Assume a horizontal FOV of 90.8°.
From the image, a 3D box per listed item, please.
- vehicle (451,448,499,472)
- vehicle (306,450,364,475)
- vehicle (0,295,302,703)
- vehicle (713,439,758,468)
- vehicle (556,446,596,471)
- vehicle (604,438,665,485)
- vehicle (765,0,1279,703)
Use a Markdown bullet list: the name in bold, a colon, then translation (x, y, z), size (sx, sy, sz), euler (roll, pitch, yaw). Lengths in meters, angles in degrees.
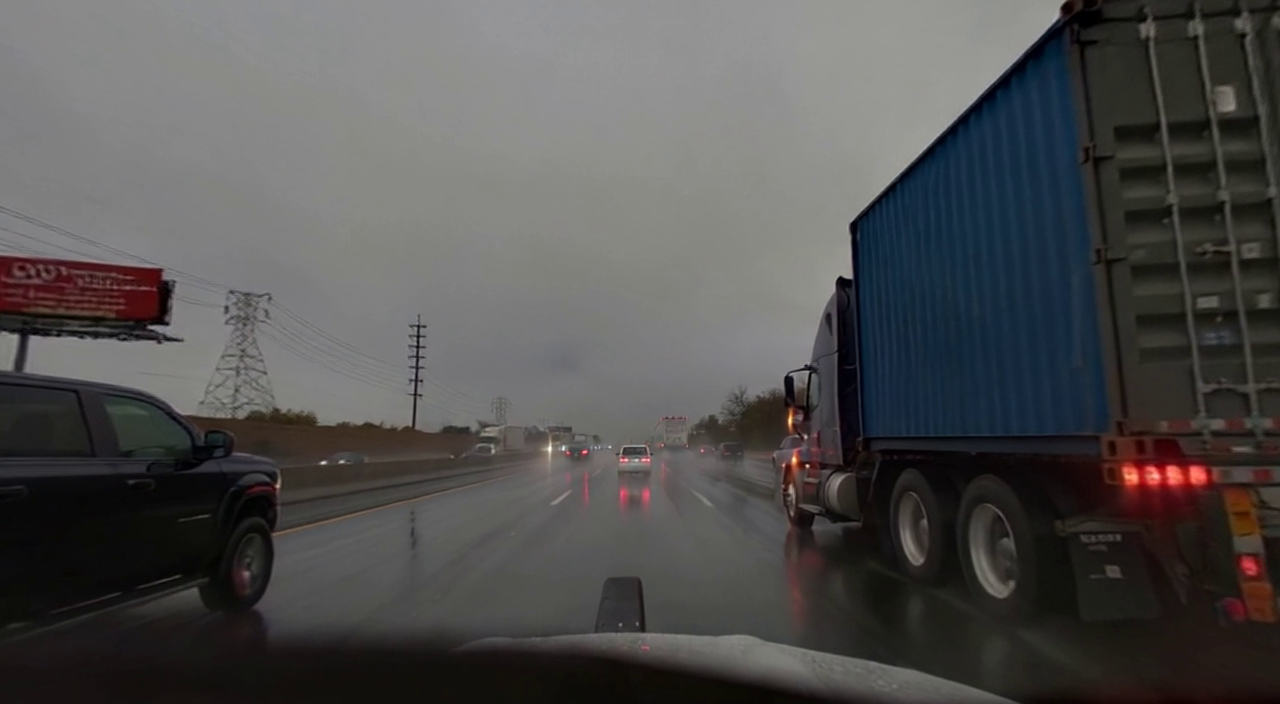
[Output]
- **vehicle**: translation (-10.981, 7.183, 42.370), size (2.054, 1.489, 4.507), euler (0, -9, 0)
- **vehicle**: translation (-21.142, 7.650, 43.989), size (1.980, 1.588, 4.097), euler (0, -9, -1)
- **vehicle**: translation (-4.171, 0.691, 2.463), size (2.323, 2.046, 6.006), euler (0, -9, 1)
- **vehicle**: translation (6.964, 7.475, 46.731), size (2.302, 1.973, 5.502), euler (0, -9, -1)
- **vehicle**: translation (-3.944, 6.670, 39.820), size (2.025, 1.498, 4.675), euler (0, -9, 0)
- **vehicle**: translation (-0.214, 4.294, 25.039), size (2.191, 1.685, 4.015), euler (0, -9, 0)
- **vehicle**: translation (3.429, 0.218, 5.075), size (3.013, 3.940, 7.933), euler (0, -9, -1)
